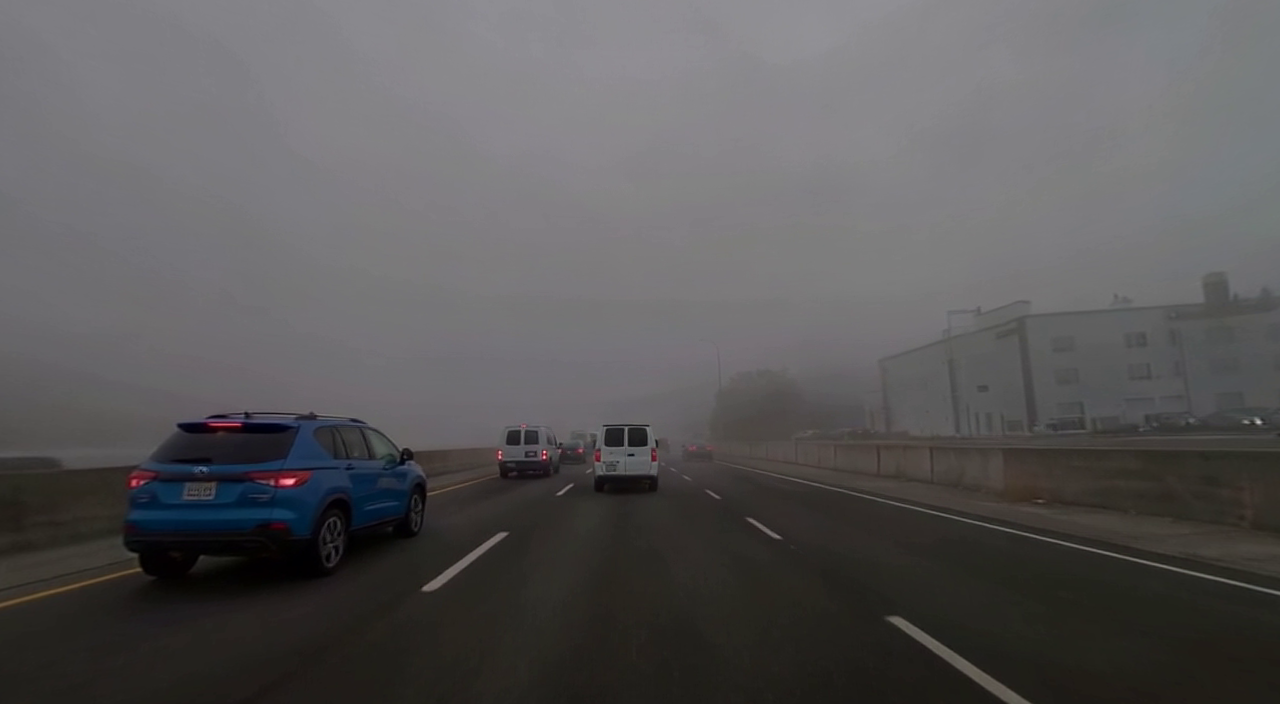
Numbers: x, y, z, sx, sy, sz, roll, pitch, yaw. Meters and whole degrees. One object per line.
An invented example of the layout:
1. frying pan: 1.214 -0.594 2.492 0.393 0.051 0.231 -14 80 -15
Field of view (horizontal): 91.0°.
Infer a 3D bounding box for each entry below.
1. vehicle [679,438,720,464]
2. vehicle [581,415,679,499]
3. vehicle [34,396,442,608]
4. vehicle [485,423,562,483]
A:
1. vehicle: 3.665 6.127 39.218 1.999 1.494 3.833 0 -8 -3
2. vehicle: -0.290 2.766 16.915 2.304 1.925 4.282 0 -8 -1
3. vehicle: -3.971 1.529 7.374 1.972 1.703 4.333 0 -8 -1
4. vehicle: -4.072 3.619 22.787 2.038 1.936 4.300 0 -8 -1
